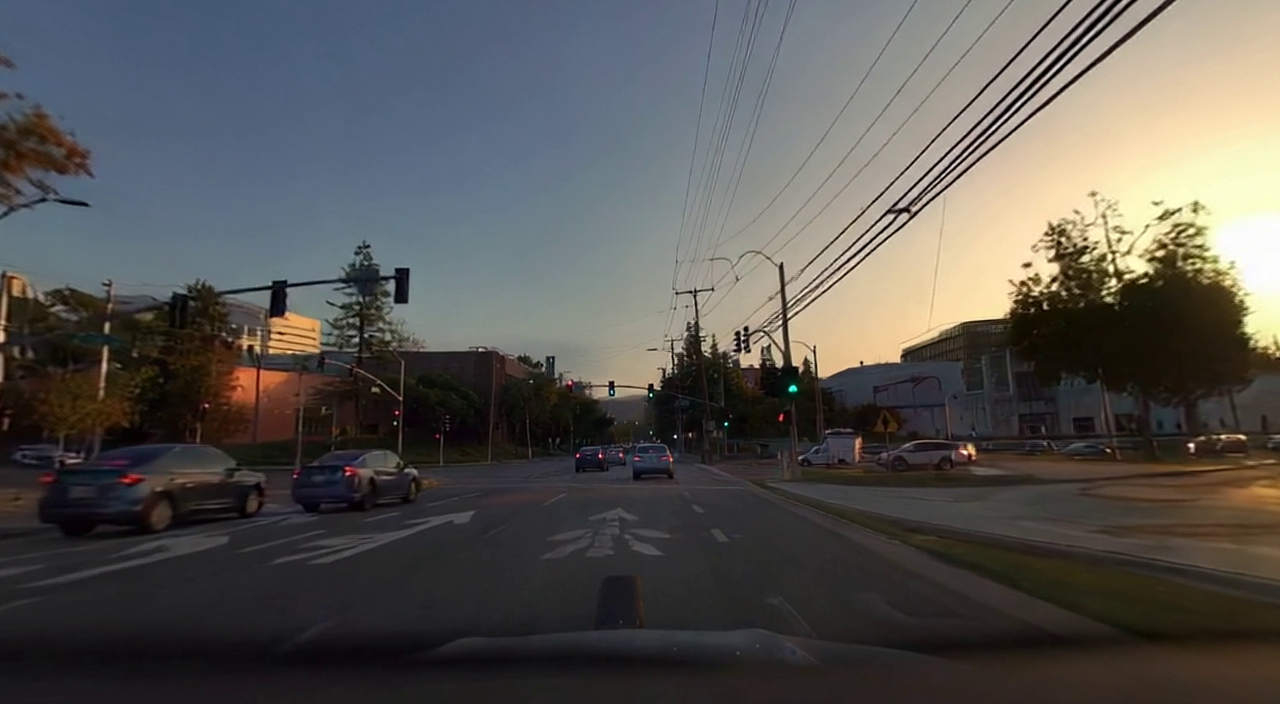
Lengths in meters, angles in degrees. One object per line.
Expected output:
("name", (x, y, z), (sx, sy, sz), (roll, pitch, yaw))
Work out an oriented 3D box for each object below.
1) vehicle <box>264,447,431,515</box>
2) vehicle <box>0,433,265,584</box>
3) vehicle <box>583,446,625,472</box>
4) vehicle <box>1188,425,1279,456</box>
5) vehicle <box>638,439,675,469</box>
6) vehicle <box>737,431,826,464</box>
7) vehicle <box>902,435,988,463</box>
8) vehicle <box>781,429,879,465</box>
("vehicle", (-7.176, 3.170, 16.145), (1.904, 1.449, 4.580), (0, -8, 3))
("vehicle", (-7.606, 1.977, 8.874), (1.912, 1.573, 4.299), (0, -8, 2))
("vehicle", (-2.148, 6.490, 38.628), (2.064, 1.464, 4.373), (0, -8, 3))
("vehicle", (38.639, 5.678, 40.340), (4.988, 1.916, 2.172), (-1, -9, 3))
("vehicle", (1.139, 6.729, 41.892), (2.276, 1.850, 3.897), (-1, -8, 4))
("vehicle", (10.250, 7.004, 46.362), (5.904, 2.269, 2.948), (-1, -8, 3))
("vehicle", (19.949, 6.351, 41.454), (4.544, 1.764, 1.985), (-1, -9, 4))
("vehicle", (12.539, 6.315, 42.075), (5.748, 2.332, 2.361), (0, -9, 3))
